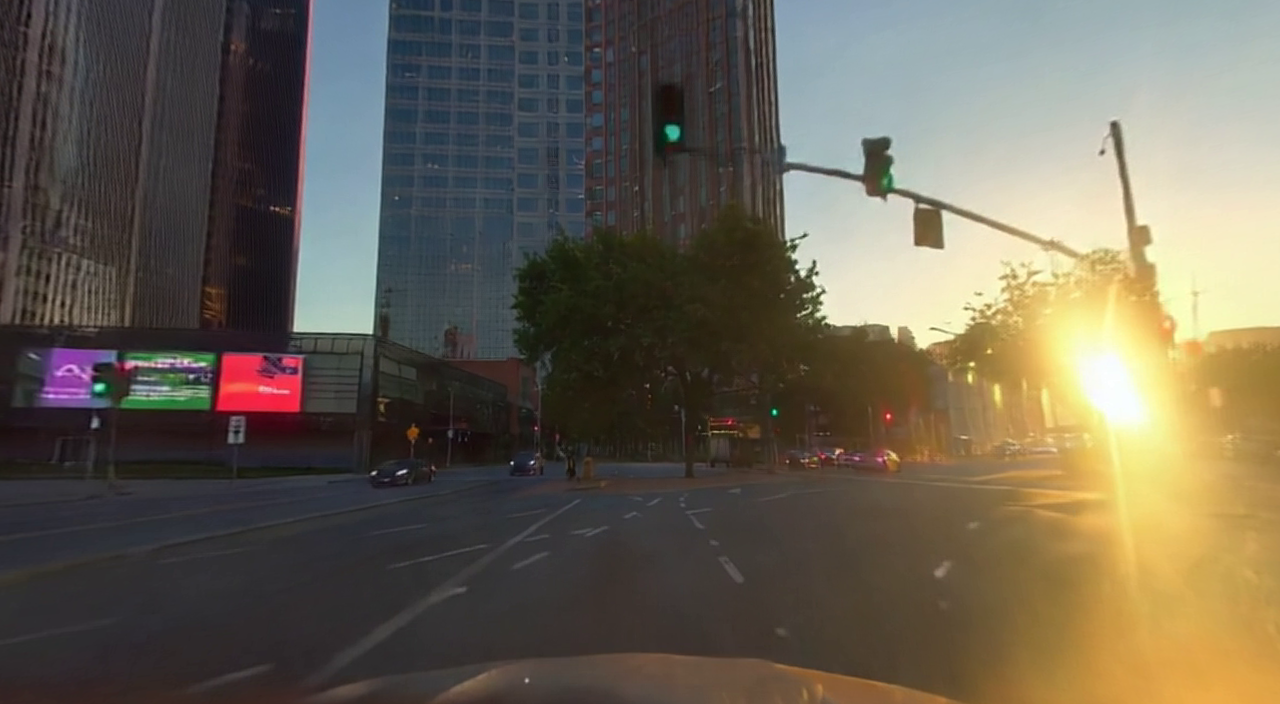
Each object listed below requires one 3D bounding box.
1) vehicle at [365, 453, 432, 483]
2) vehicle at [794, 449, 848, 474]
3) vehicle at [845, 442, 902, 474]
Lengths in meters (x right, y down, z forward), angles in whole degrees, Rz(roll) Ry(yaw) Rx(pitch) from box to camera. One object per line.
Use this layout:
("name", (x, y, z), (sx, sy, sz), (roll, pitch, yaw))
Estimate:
("vehicle", (-14.649, 7.037, 38.592), (2.161, 1.681, 4.743), (0, -9, 1))
("vehicle", (11.828, 7.081, 41.047), (2.023, 1.527, 5.016), (-6, -11, 31))
("vehicle", (14.884, 6.697, 40.080), (2.232, 1.814, 5.285), (-6, -11, 31))
